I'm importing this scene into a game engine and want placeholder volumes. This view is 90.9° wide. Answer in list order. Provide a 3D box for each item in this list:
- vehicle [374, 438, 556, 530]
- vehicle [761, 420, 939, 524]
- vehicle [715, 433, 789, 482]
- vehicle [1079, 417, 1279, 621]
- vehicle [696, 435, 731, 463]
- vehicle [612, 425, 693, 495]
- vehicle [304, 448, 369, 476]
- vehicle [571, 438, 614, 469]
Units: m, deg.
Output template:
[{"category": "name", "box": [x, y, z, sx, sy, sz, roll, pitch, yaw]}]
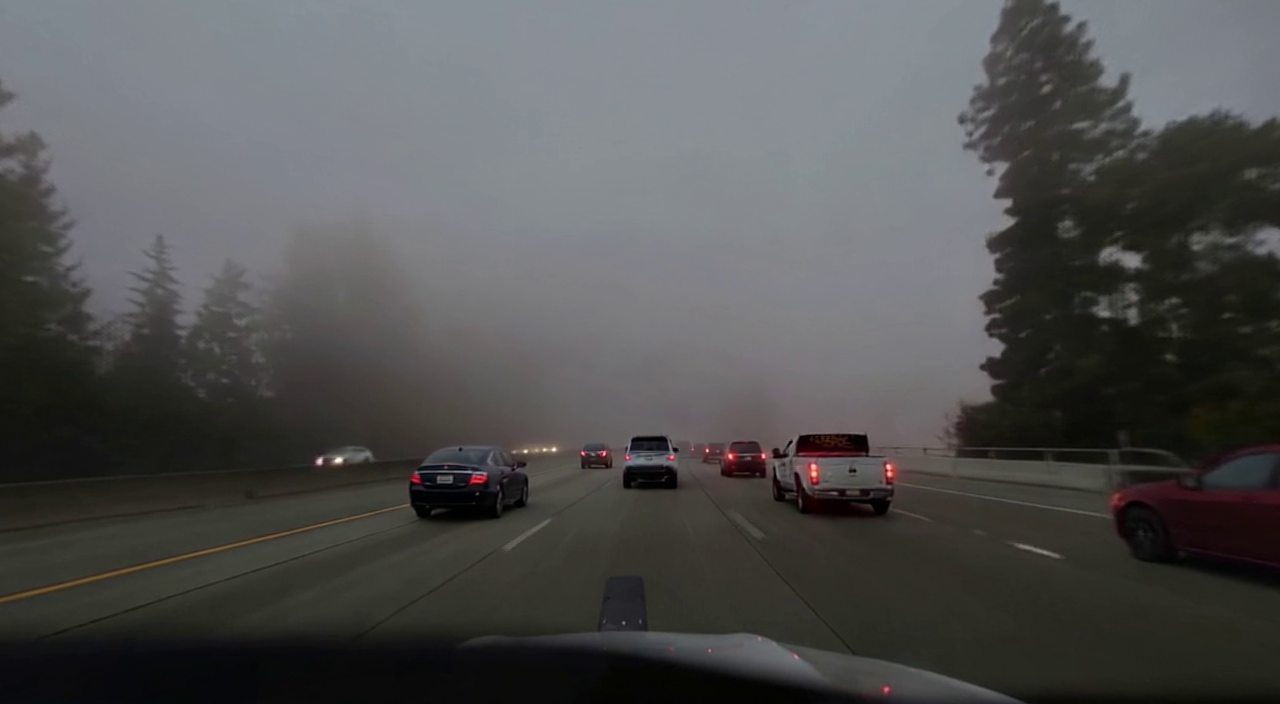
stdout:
[{"category": "vehicle", "box": [-3.128, 2.465, 12.564, 1.965, 1.443, 4.968, -1, -8, 3]}, {"category": "vehicle", "box": [3.932, 2.338, 12.811, 2.156, 1.701, 4.494, -1, -8, 1]}, {"category": "vehicle", "box": [4.140, 3.974, 24.028, 2.094, 1.676, 4.309, -1, -8, 1]}, {"category": "vehicle", "box": [5.691, 1.190, 4.440, 2.053, 1.473, 4.383, -1, -8, 1]}, {"category": "vehicle", "box": [5.002, 6.680, 43.420, 2.039, 1.832, 3.989, -1, -8, 2]}, {"category": "vehicle", "box": [0.384, 3.193, 19.024, 2.153, 1.805, 4.631, -1, -8, 1]}, {"category": "vehicle", "box": [-20.209, 7.311, 42.177, 1.950, 1.718, 4.492, -1, -8, 2]}, {"category": "vehicle", "box": [-2.687, 5.880, 36.697, 1.951, 1.694, 4.188, -1, -8, 3]}]
